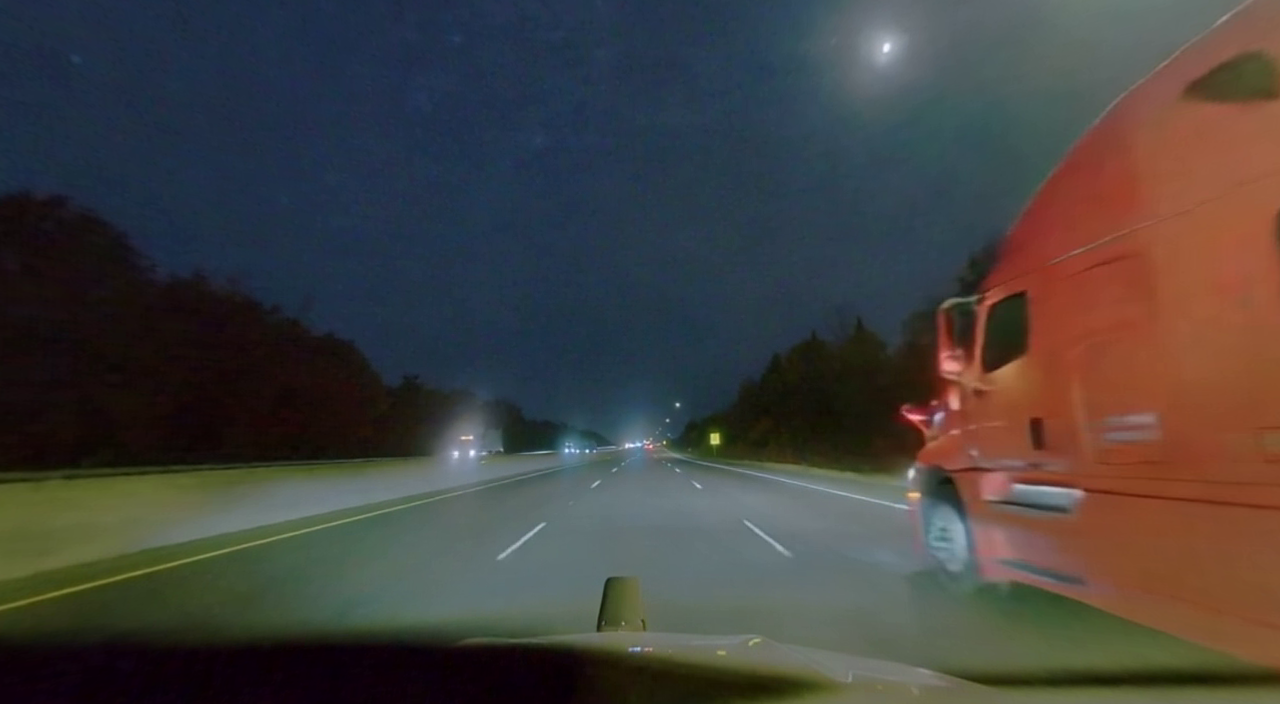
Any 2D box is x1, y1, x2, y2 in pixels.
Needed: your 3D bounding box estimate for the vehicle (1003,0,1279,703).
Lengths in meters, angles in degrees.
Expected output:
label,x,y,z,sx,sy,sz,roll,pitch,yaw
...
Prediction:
label,x,y,z,sx,sy,sz,roll,pitch,yaw
vehicle,4.394,-0.370,1.834,2.976,3.871,5.853,0,-9,0
